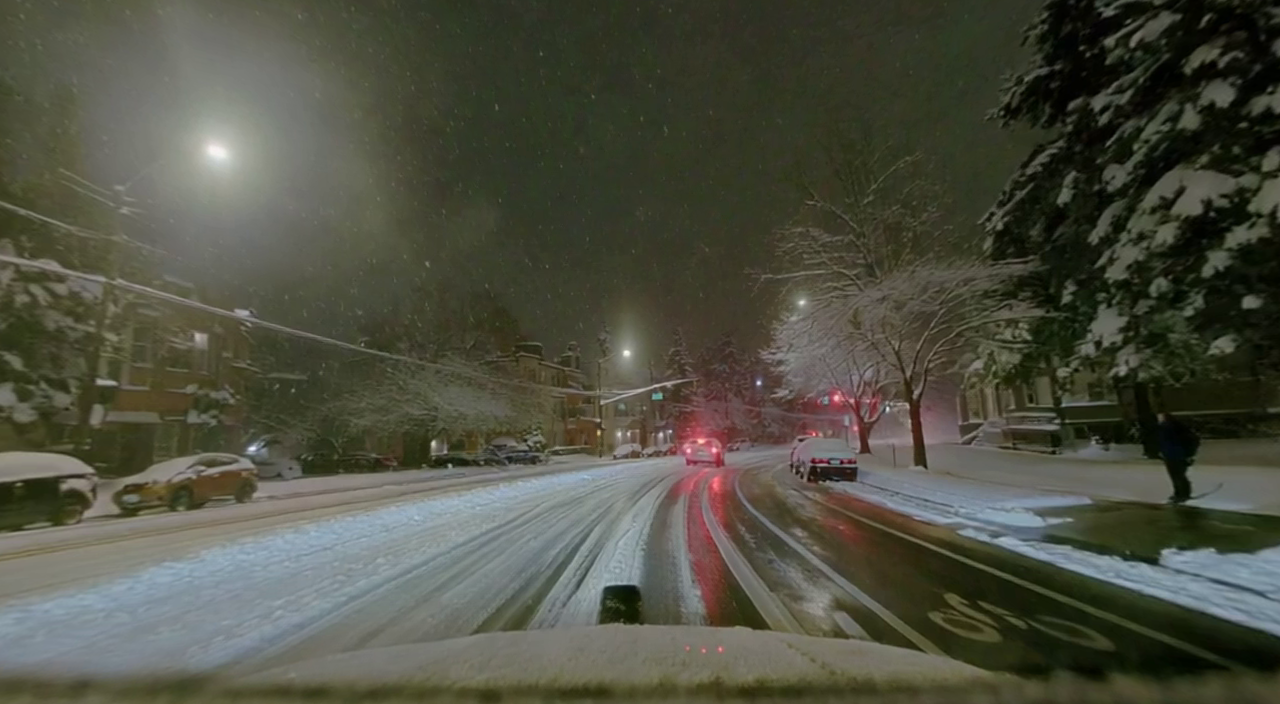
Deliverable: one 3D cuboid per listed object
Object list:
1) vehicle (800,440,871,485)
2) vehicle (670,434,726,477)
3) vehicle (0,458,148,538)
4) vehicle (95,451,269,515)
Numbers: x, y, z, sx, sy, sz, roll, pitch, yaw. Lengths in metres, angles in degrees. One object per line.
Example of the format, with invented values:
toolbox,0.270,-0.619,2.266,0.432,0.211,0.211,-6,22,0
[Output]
vehicle,7.031,3.991,23.206,1.940,1.456,4.502,-2,-9,11
vehicle,2.585,4.419,27.233,1.852,1.680,4.488,-2,-9,12
vehicle,-12.991,2.981,13.166,1.777,1.432,4.327,-1,-8,4
vehicle,-12.610,3.579,17.763,1.805,1.535,3.798,-1,-8,5
